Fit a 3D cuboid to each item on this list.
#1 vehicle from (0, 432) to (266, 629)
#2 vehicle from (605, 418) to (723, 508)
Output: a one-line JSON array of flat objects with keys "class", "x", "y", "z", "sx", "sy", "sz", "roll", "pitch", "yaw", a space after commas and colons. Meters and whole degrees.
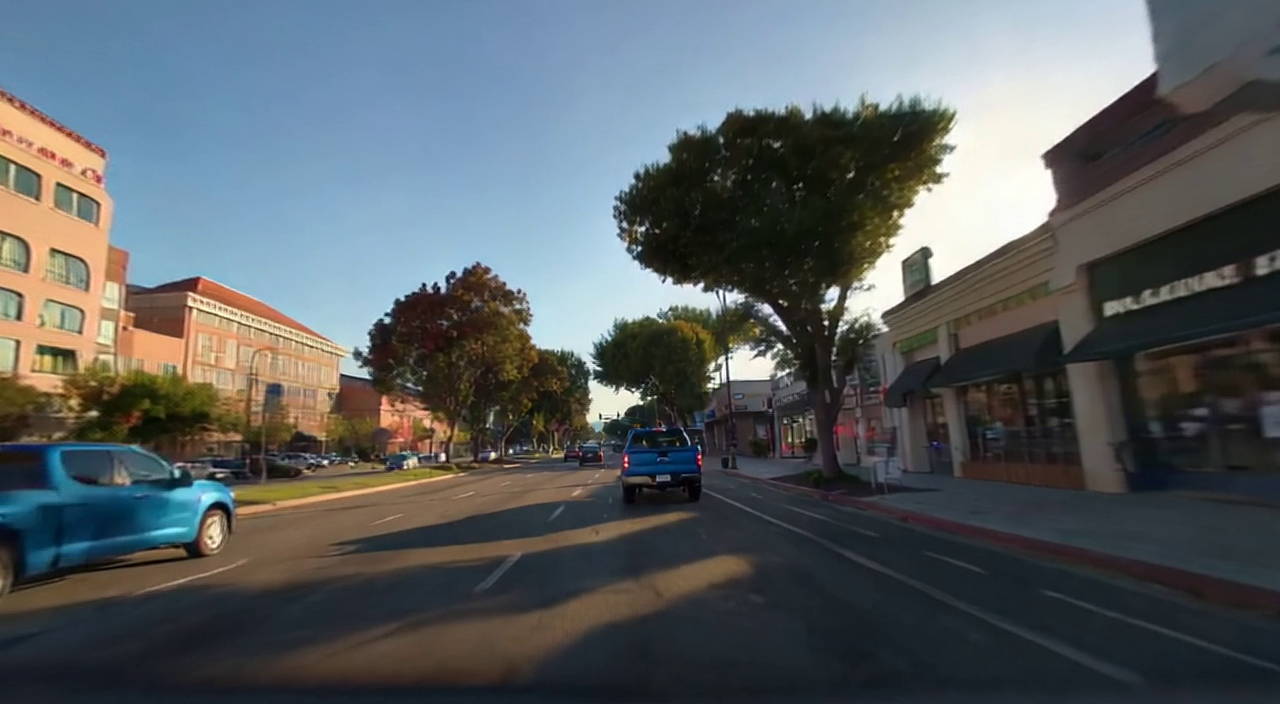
[{"class": "vehicle", "x": -5.645, "y": 1.459, "z": 5.636, "sx": 1.888, "sy": 1.424, "sz": 4.553, "roll": 0, "pitch": -8, "yaw": -1}, {"class": "vehicle", "x": 0.408, "y": 2.868, "z": 16.816, "sx": 2.590, "sy": 1.932, "sz": 5.776, "roll": 0, "pitch": -9, "yaw": -2}]
